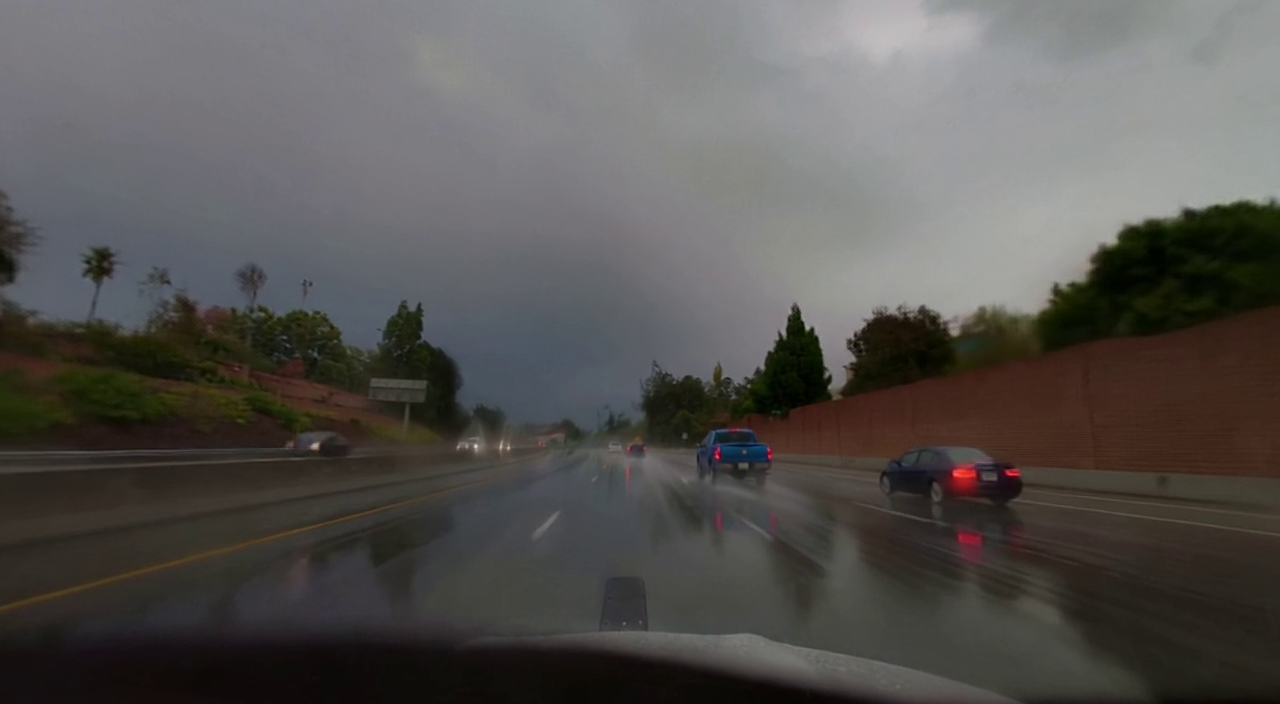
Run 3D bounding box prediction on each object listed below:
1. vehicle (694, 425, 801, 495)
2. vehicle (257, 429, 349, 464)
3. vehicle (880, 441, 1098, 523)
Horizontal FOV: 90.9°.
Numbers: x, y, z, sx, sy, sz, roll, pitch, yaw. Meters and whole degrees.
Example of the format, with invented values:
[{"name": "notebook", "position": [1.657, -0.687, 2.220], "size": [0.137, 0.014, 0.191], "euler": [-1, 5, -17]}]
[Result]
[{"name": "vehicle", "position": [3.312, 3.484, 20.809], "size": [2.374, 1.952, 5.431], "euler": [0, -8, -2]}, {"name": "vehicle", "position": [-18.280, 5.181, 34.555], "size": [2.300, 1.752, 5.188], "euler": [0, -8, -2]}, {"name": "vehicle", "position": [7.425, 2.775, 14.196], "size": [1.976, 1.485, 4.925], "euler": [0, -8, -2]}]
